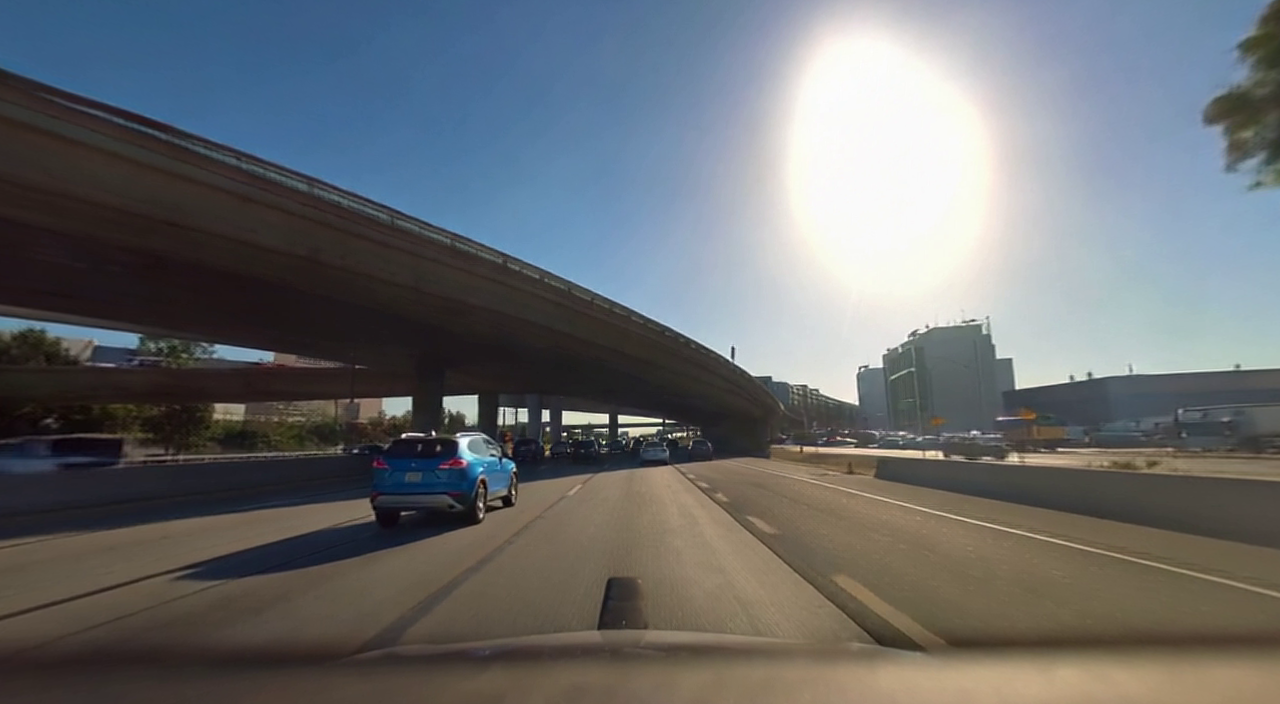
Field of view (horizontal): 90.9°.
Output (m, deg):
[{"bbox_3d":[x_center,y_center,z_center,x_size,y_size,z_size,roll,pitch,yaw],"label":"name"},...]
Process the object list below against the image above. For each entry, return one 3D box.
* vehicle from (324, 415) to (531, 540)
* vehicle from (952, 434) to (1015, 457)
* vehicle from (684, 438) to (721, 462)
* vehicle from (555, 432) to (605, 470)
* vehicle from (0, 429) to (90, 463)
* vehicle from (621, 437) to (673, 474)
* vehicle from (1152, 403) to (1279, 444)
[{"bbox_3d":[-3.295,2.046,10.918,1.961,1.687,4.453,0,-8,1],"label":"vehicle"},{"bbox_3d":[23.300,6.350,43.010,1.854,1.463,4.371,0,-8,1],"label":"vehicle"},{"bbox_3d":[4.150,6.575,42.470,1.980,1.492,4.442,0,-8,-1],"label":"vehicle"},{"bbox_3d":[-2.943,4.978,31.817,2.007,1.730,4.412,0,-8,1],"label":"vehicle"},{"bbox_3d":[-27.149,4.246,28.416,1.525,1.404,3.423,-2,-8,2],"label":"vehicle"},{"bbox_3d":[0.277,4.449,27.416,2.090,1.474,3.970,0,-8,0],"label":"vehicle"},{"bbox_3d":[46.198,5.622,49.169,9.807,3.112,2.892,0,-8,1],"label":"vehicle"}]
